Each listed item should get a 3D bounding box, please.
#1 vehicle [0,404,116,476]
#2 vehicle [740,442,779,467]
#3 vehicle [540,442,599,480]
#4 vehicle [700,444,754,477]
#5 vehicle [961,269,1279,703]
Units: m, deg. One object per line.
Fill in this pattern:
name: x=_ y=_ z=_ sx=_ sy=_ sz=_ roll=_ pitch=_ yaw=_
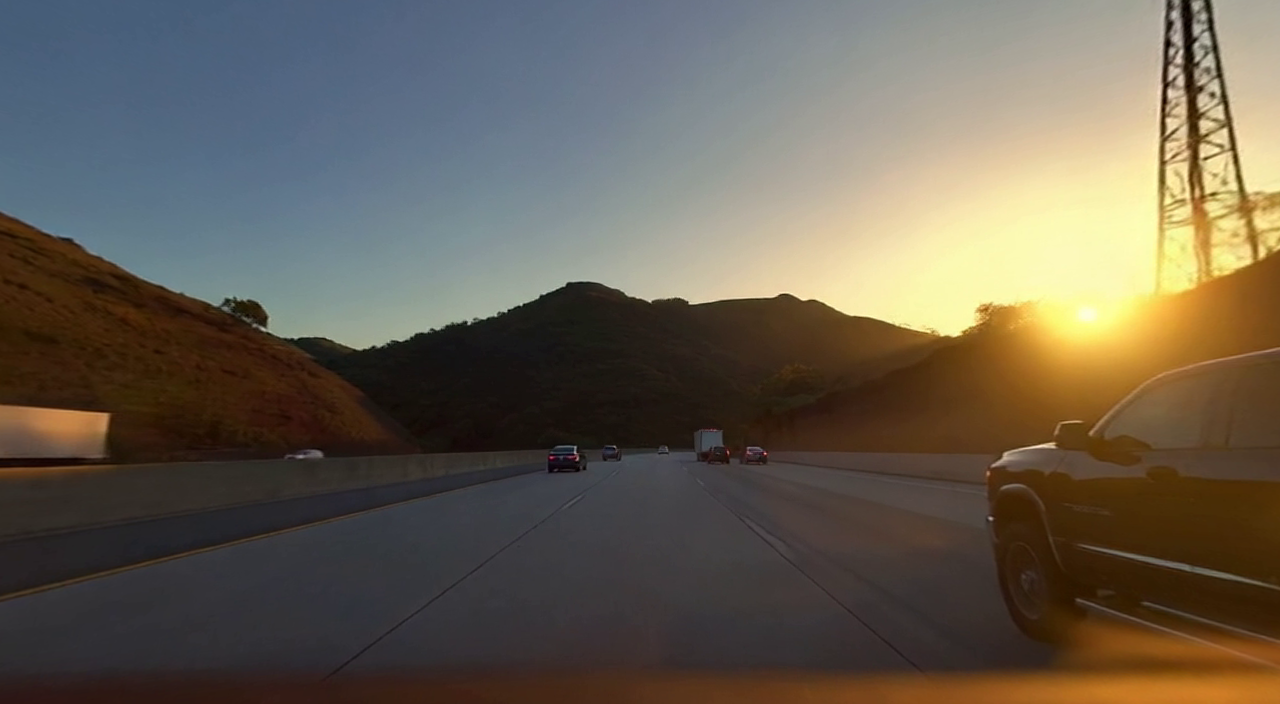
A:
vehicle: x=-38.287 y=5.025 z=36.075 sx=2.910 sy=4.089 sz=15.404 roll=-1 pitch=-8 yaw=2
vehicle: x=8.560 y=7.384 z=45.604 sx=1.986 sy=1.633 sz=4.430 roll=0 pitch=-8 yaw=0
vehicle: x=-3.283 y=5.173 z=30.255 sx=2.113 sy=1.636 sz=4.494 roll=-1 pitch=-8 yaw=2
vehicle: x=4.183 y=5.299 z=31.152 sx=2.046 sy=1.471 sz=4.333 roll=0 pitch=-8 yaw=0
vehicle: x=3.435 y=0.611 z=2.048 sx=2.098 sy=1.925 sz=5.171 roll=0 pitch=-8 yaw=1
